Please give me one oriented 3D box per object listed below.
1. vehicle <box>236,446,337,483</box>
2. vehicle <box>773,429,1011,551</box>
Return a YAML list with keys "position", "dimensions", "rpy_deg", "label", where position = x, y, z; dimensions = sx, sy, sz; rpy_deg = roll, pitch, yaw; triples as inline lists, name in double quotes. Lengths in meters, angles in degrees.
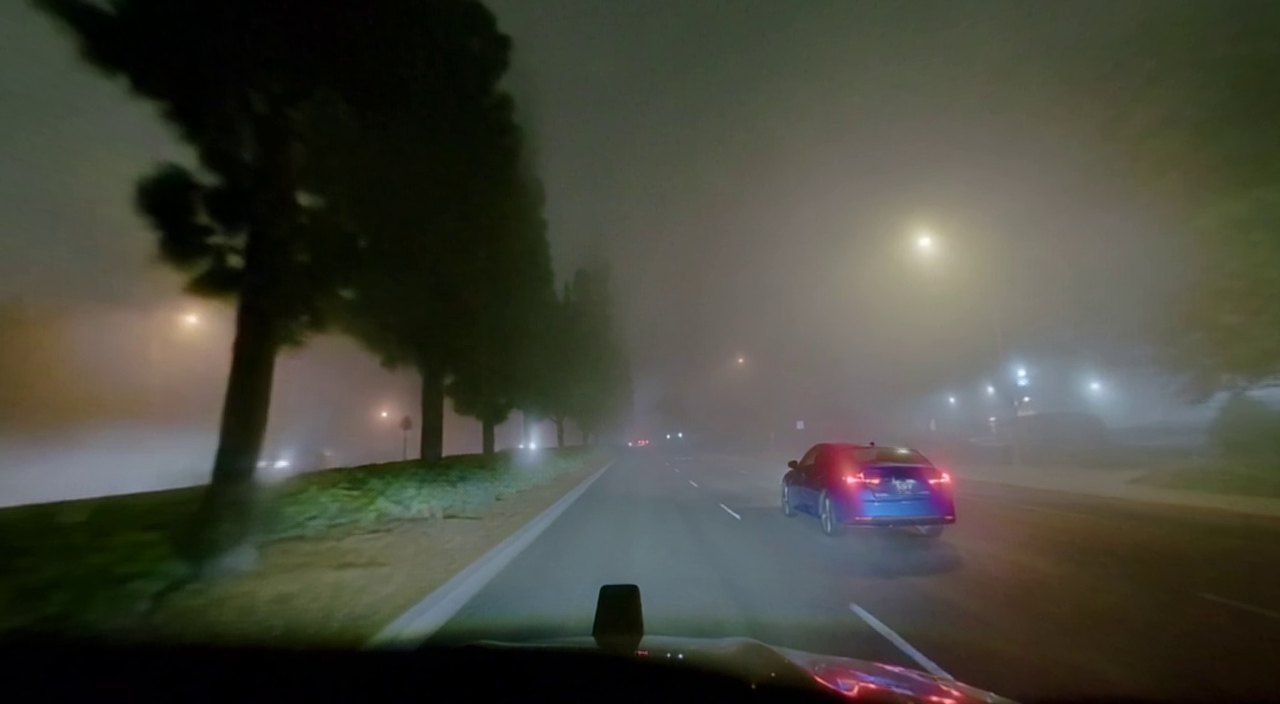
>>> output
- position: [-16.055, 5.112, 29.049]
  dimensions: [1.993, 1.511, 4.798]
  rpy_deg: [0, -8, -1]
  label: "vehicle"
- position: [3.578, 2.019, 9.997]
  dimensions: [1.950, 1.473, 4.259]
  rpy_deg: [0, -8, -1]
  label: "vehicle"
